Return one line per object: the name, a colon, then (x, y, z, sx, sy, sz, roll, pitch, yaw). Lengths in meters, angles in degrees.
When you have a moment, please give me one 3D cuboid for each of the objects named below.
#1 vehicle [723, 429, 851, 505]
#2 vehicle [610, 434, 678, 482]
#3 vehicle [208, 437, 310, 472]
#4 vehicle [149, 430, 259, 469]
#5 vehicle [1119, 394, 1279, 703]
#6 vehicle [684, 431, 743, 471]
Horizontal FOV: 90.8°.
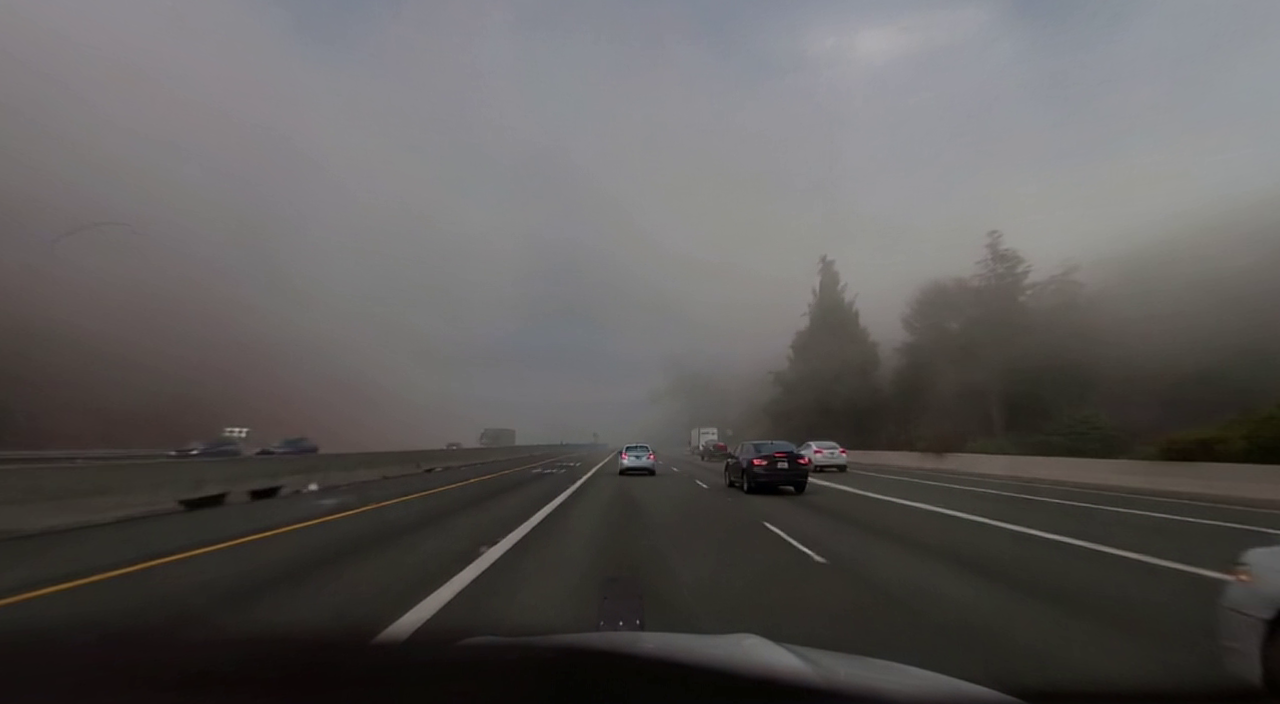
vehicle: (3.227, 2.620, 14.816, 1.856, 1.517, 4.198, 0, -8, -2)
vehicle: (0.062, 3.584, 21.593, 2.098, 1.475, 3.997, 0, -8, -2)
vehicle: (-17.501, 4.734, 29.326, 2.018, 1.489, 4.474, 0, -8, -1)
vehicle: (-22.201, 5.007, 32.508, 1.995, 1.805, 5.189, 0, -8, -1)
vehicle: (3.541, 0.684, 0.878, 1.993, 1.504, 4.781, 0, -8, 0)
vehicle: (3.221, 4.450, 28.523, 1.997, 1.663, 4.169, 0, -8, -3)
